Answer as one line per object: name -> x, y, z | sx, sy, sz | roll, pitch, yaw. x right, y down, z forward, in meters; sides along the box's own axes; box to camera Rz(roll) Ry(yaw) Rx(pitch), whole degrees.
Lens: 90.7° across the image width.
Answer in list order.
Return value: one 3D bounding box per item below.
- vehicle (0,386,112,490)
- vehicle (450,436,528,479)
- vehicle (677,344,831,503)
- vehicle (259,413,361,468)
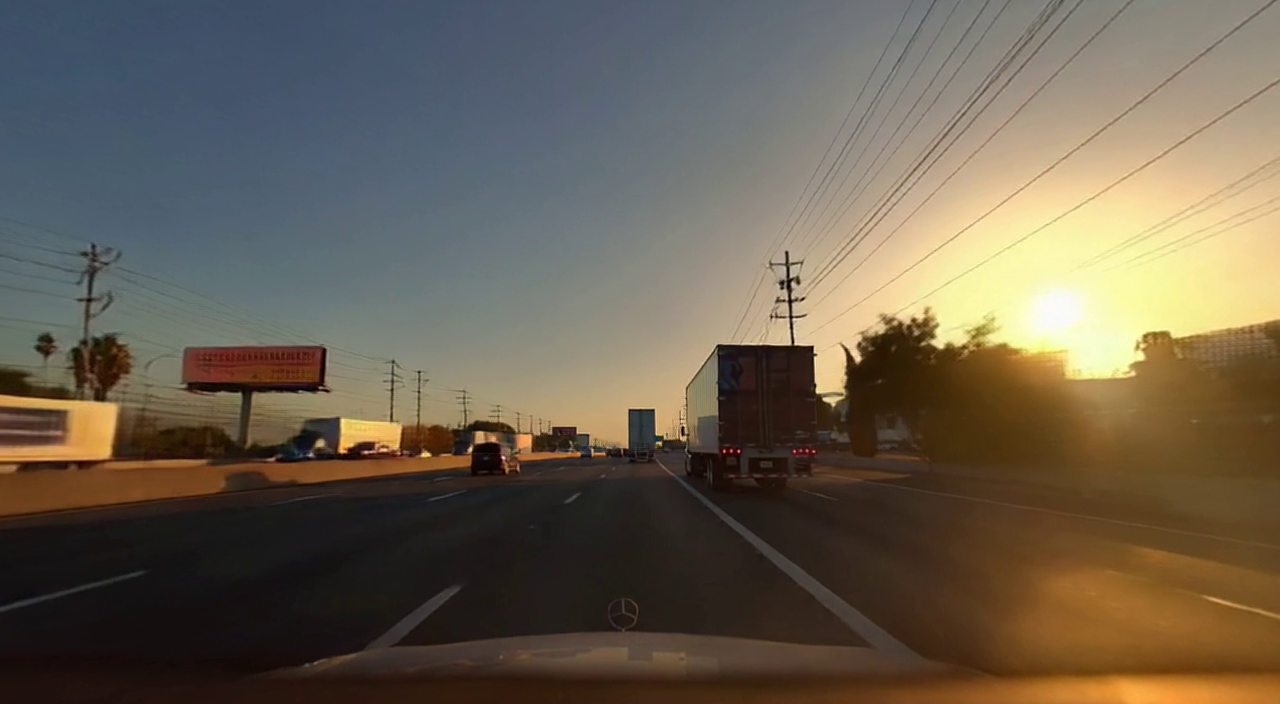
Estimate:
vehicle -> -28.608, 3.137, 23.357 | 2.823, 4.374, 17.794 | 0, -9, 0
vehicle -> -7.406, 5.255, 31.803 | 2.425, 1.917, 5.647 | 0, -9, 1
vehicle -> 3.451, 3.080, 24.828 | 2.892, 4.152, 16.575 | 0, -9, 0
vehicle -> -24.486, 6.717, 47.662 | 2.894, 3.754, 8.528 | 0, -9, 1
